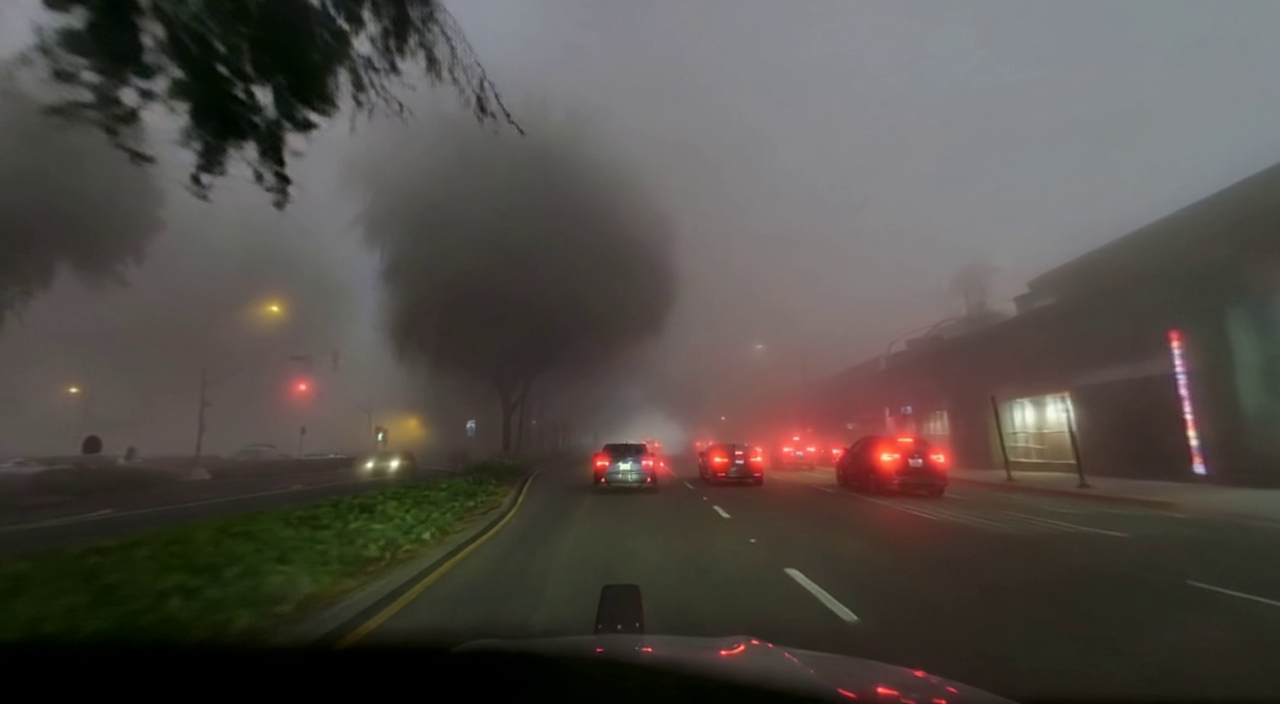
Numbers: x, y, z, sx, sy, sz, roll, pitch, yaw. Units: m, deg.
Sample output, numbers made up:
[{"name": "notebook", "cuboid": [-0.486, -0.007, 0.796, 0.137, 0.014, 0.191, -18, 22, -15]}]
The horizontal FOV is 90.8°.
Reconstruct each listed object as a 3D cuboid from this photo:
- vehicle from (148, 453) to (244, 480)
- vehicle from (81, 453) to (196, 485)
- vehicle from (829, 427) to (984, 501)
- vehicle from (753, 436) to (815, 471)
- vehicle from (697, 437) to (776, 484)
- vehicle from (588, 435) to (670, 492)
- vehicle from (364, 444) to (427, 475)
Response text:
[{"name": "vehicle", "cuboid": [-28.413, 7.342, 40.534, 4.576, 1.606, 2.063, 0, -9, 1]}, {"name": "vehicle", "cuboid": [-27.820, 6.491, 35.134, 4.640, 1.640, 2.026, 0, -9, 1]}, {"name": "vehicle", "cuboid": [7.016, 2.996, 17.341, 2.052, 1.708, 4.842, 0, -9, -1]}, {"name": "vehicle", "cuboid": [7.261, 5.170, 32.333, 2.025, 1.666, 4.448, 0, -9, -2]}, {"name": "vehicle", "cuboid": [3.312, 3.819, 22.537, 1.993, 1.477, 4.240, 0, -9, -2]}, {"name": "vehicle", "cuboid": [-0.380, 3.189, 18.444, 2.101, 1.444, 4.248, 0, -9, -2]}, {"name": "vehicle", "cuboid": [-13.097, 5.766, 34.084, 1.934, 1.491, 3.684, -1, -8, 0]}]
